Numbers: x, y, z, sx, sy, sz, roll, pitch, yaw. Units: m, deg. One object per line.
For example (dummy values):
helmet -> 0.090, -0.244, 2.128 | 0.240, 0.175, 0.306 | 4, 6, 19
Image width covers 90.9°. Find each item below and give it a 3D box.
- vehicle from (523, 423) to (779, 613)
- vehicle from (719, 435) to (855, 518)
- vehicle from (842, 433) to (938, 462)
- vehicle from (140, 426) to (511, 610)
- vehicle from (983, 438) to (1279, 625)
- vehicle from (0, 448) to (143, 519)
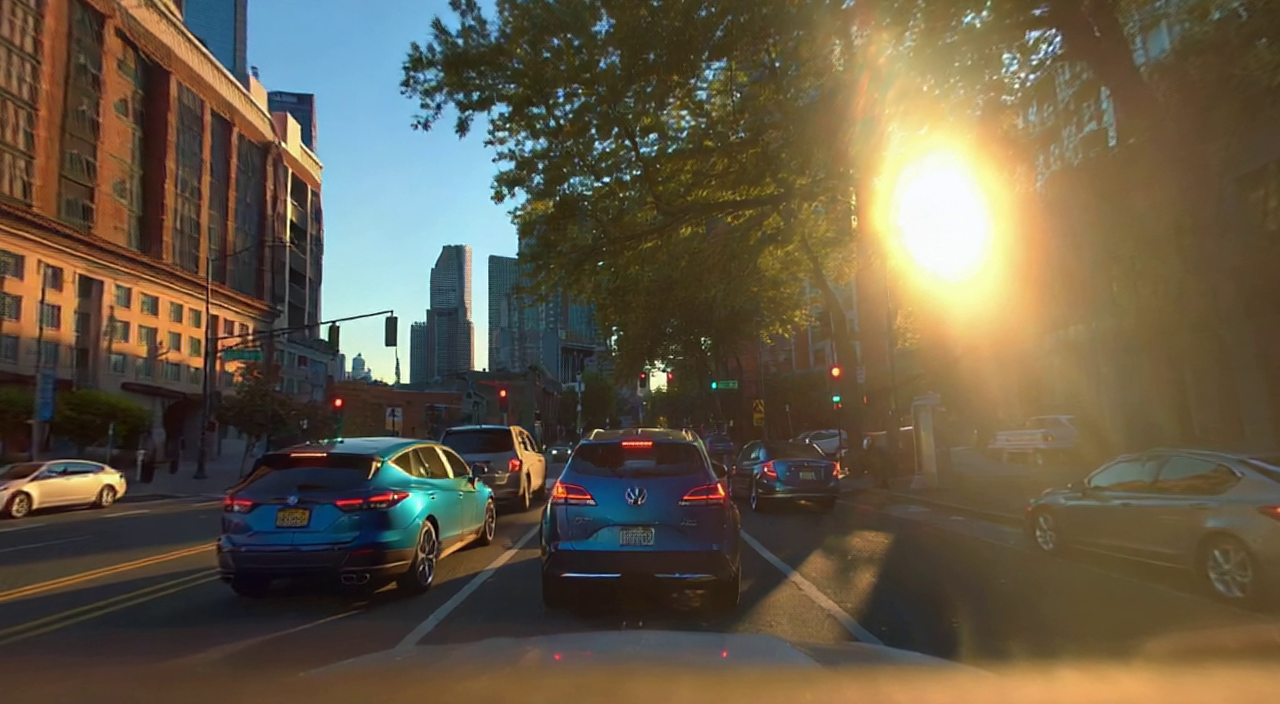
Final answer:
vehicle -> 0.084, 1.589, 6.837 | 2.022, 1.481, 3.564 | 0, -9, 0
vehicle -> 2.991, 2.617, 13.775 | 2.018, 1.529, 3.880 | 0, -9, 0
vehicle -> 16.363, 6.266, 41.524 | 5.345, 1.811, 2.175 | 0, -9, -1
vehicle -> -3.010, 1.680, 7.288 | 2.131, 1.486, 4.089 | 0, -9, 1
vehicle -> 5.966, 1.697, 6.886 | 1.873, 1.453, 4.579 | 0, -9, 0
vehicle -> -16.235, 3.446, 17.018 | 1.914, 1.690, 4.461 | 0, -9, 1
